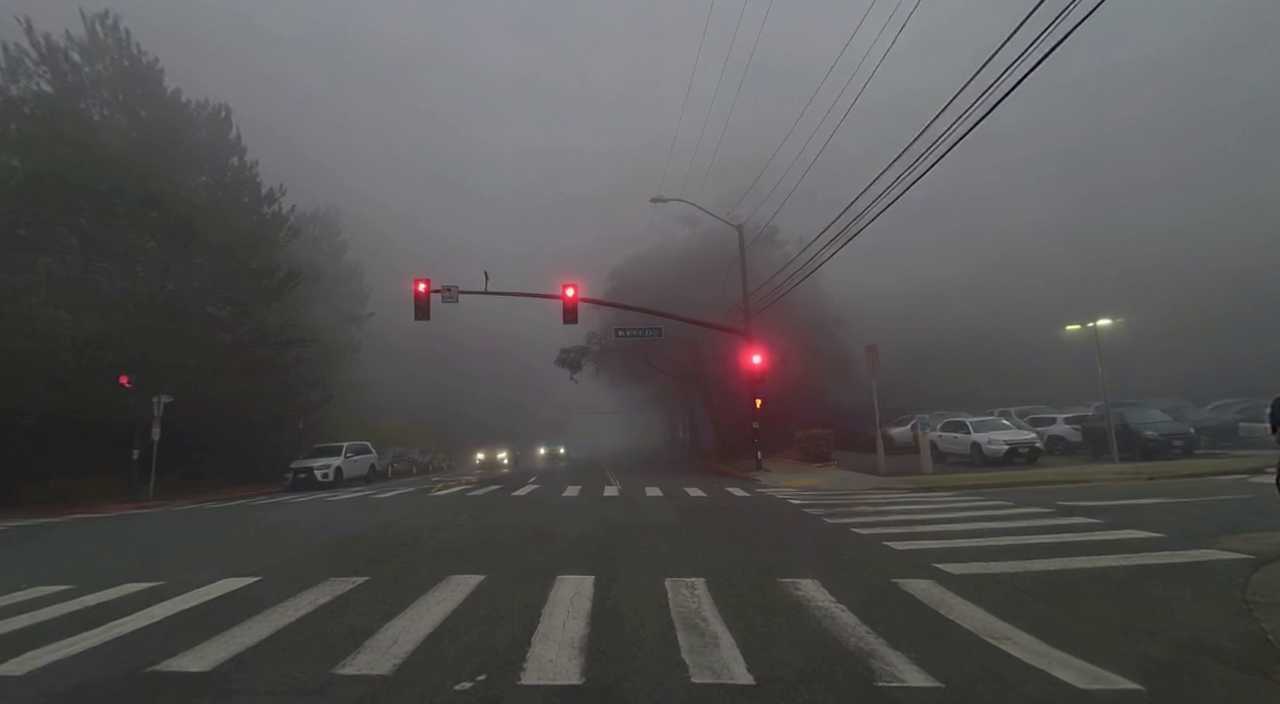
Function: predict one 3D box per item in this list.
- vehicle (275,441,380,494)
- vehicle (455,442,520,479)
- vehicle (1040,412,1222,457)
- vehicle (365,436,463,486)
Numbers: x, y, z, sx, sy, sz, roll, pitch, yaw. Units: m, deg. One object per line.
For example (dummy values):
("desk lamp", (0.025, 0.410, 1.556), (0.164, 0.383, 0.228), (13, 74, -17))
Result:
("vehicle", (-13.725, 5.061, 28.148), (2.251, 1.957, 4.968), (-4, -9, -1))
("vehicle", (-6.979, 4.993, 29.320), (2.024, 1.470, 4.153), (-3, -9, -1))
("vehicle", (16.925, 2.906, 22.097), (4.560, 1.453, 1.851), (-3, -9, 18))
("vehicle", (-10.168, 4.954, 29.056), (2.475, 1.940, 5.702), (-3, -9, 0))
